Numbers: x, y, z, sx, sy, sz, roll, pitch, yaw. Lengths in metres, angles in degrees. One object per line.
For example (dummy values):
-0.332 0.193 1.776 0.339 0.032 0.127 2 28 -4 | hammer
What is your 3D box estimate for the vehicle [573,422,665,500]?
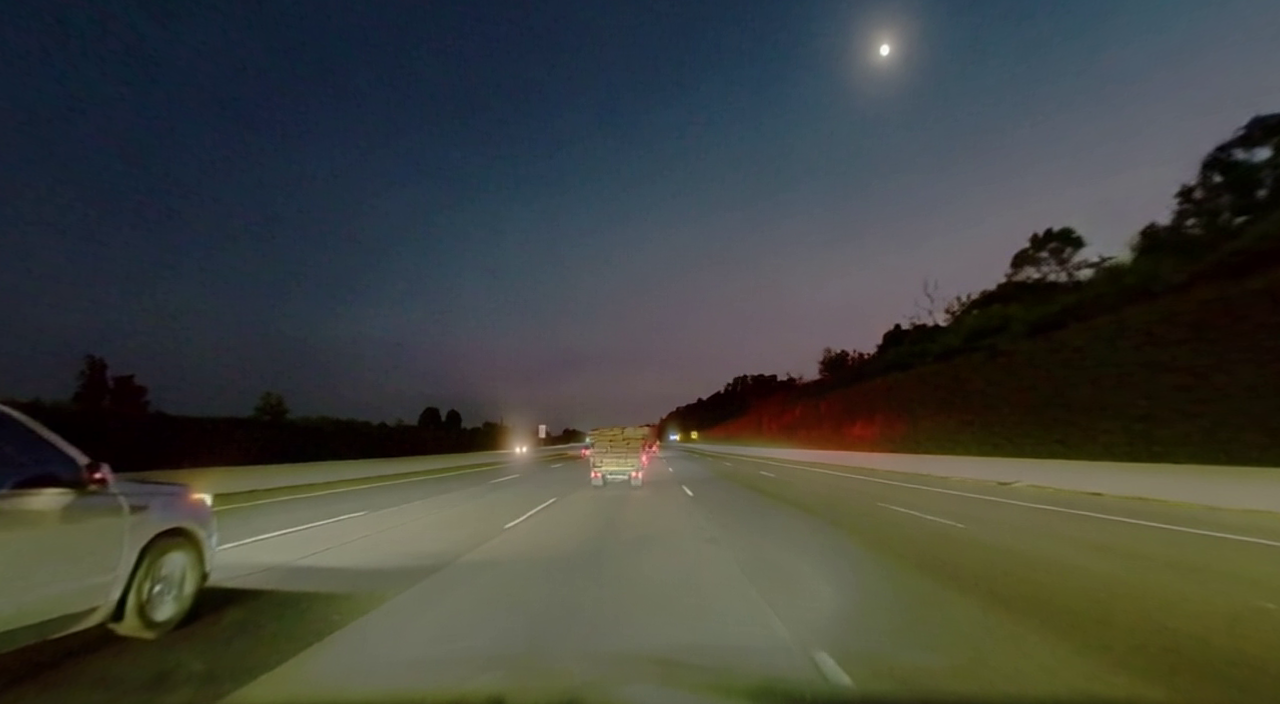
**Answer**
-0.448 2.845 16.794 2.114 1.787 4.365 0 -8 1 | vehicle
